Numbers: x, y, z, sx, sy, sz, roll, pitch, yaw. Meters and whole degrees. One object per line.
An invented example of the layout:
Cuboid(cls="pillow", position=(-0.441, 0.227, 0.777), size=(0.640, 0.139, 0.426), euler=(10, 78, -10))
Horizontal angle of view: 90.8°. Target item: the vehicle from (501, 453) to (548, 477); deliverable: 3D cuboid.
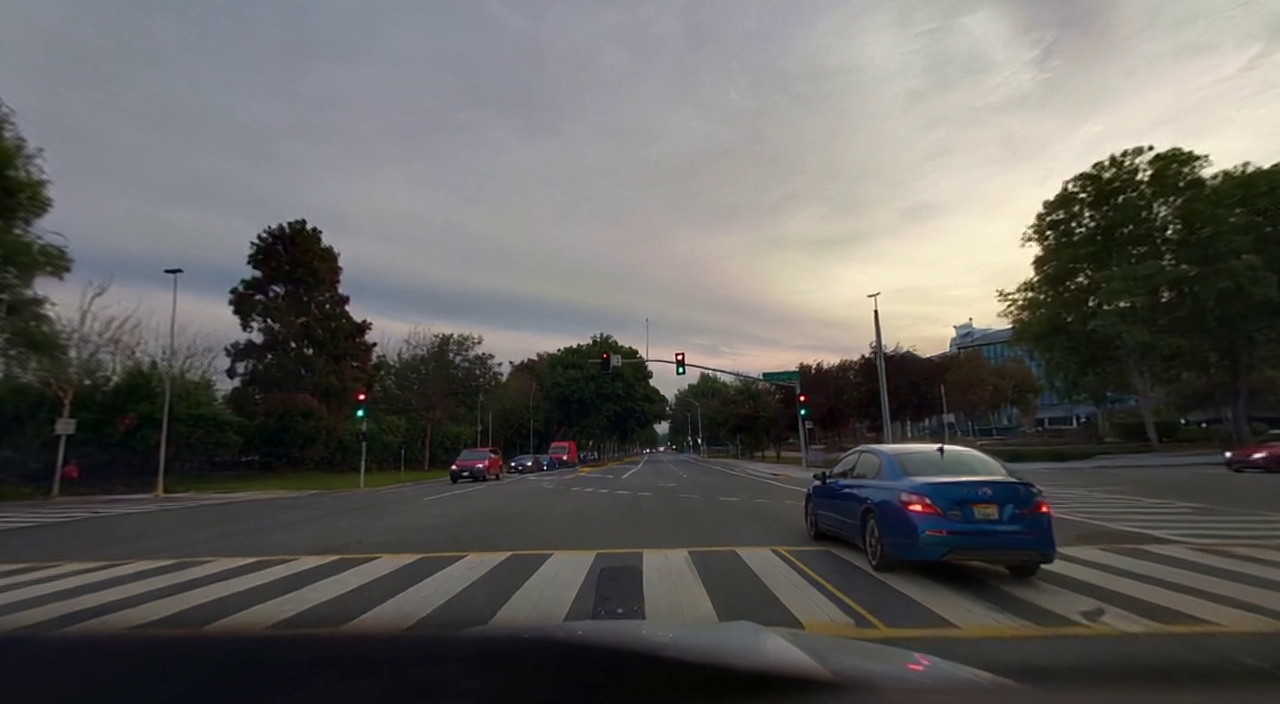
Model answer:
Cuboid(cls="vehicle", position=(-7.751, 7.615, 42.793), size=(1.906, 1.468, 4.686), euler=(-1, -9, 6))

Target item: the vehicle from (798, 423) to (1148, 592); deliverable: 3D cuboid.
Cuboid(cls="vehicle", position=(3.759, 1.840, 8.438), size=(2.129, 1.581, 4.780), euler=(0, -9, 1))

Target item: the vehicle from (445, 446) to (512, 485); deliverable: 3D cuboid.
Cuboid(cls="vehicle", position=(-8.331, 5.865, 33.072), size=(2.130, 1.874, 4.691), euler=(-1, -9, 2))
